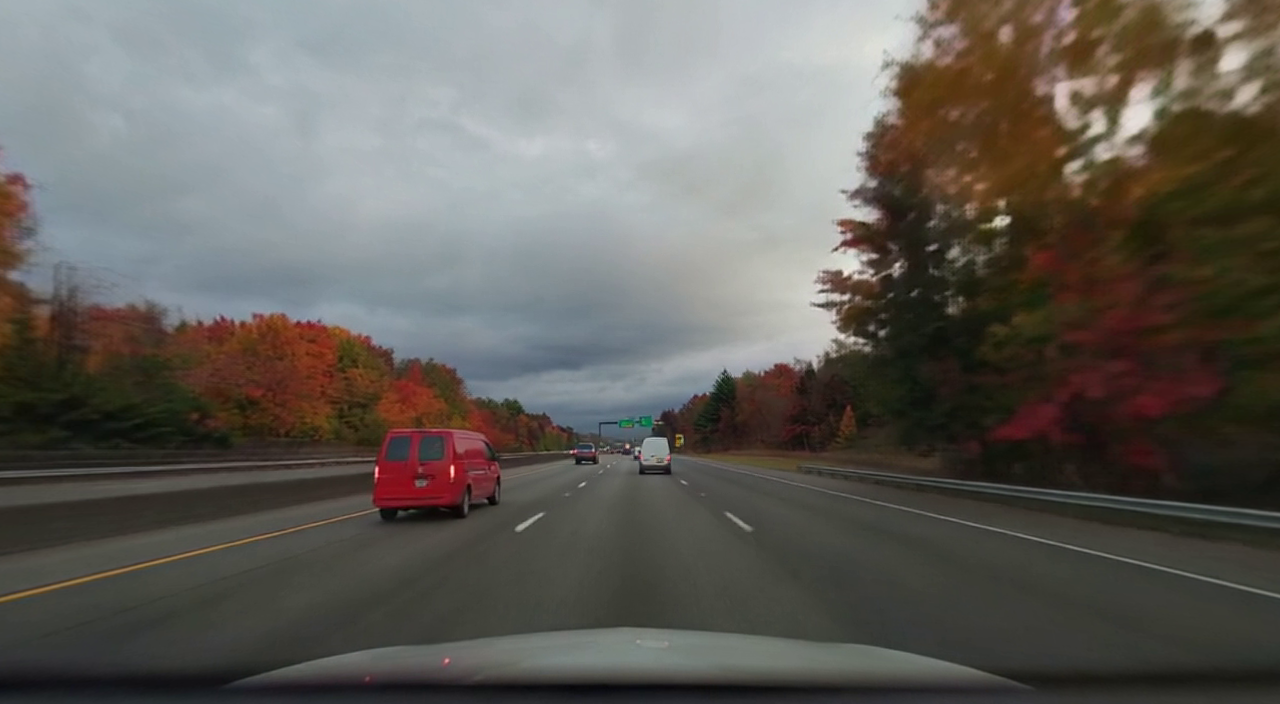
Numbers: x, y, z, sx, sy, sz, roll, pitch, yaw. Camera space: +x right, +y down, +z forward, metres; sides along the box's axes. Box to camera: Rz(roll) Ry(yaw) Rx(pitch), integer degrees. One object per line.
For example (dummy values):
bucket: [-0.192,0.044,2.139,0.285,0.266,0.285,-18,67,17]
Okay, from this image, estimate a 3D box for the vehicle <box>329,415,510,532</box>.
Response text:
vehicle: [-3.833,2.185,11.751,2.021,1.790,3.907,0,-9,-1]

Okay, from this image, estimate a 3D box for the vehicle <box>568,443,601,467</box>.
vehicle: [-4.110,7.702,46.919,2.088,1.688,4.365,0,-9,-1]

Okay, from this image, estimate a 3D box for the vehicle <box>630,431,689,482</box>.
vehicle: [0.700,4.363,26.283,2.179,1.930,4.538,0,-9,-2]
